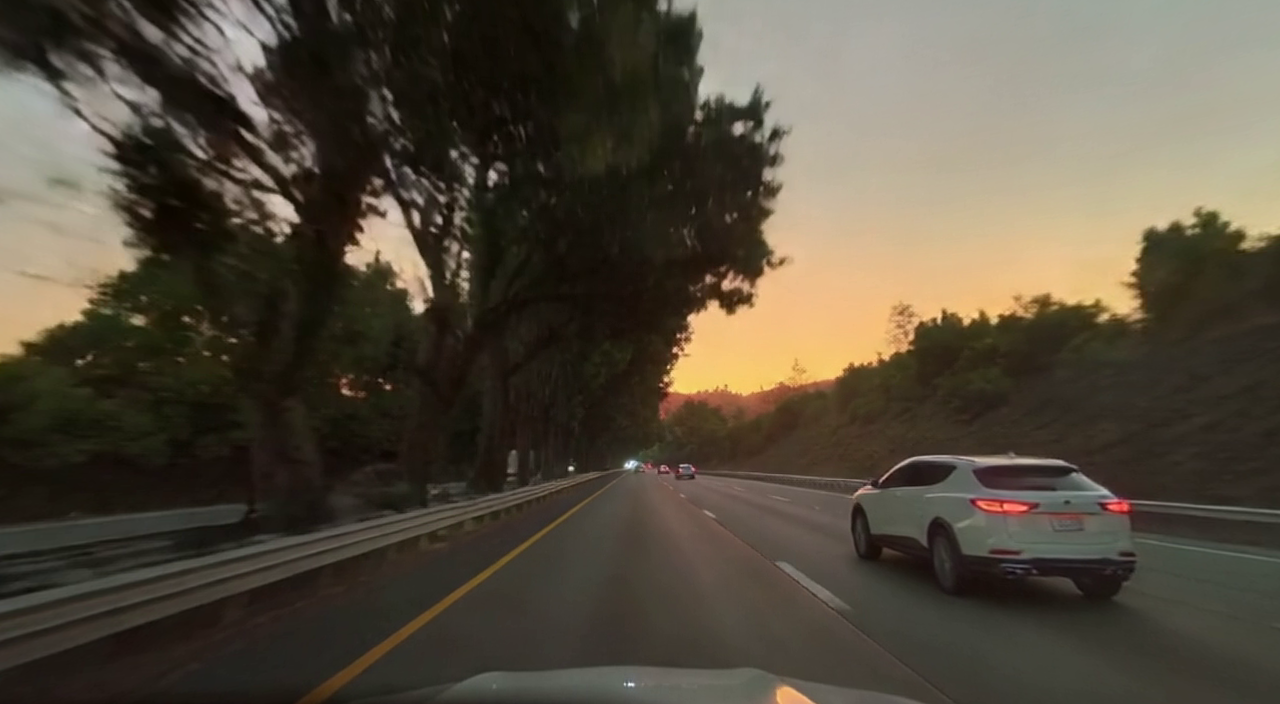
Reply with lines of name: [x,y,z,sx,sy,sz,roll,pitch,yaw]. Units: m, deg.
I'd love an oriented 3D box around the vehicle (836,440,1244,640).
vehicle: [3.703,1.812,6.889,1.825,1.494,3.959,1,-10,0]

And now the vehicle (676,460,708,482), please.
vehicle: [3.943,9.136,48.329,2.156,1.569,3.821,1,-10,-1]
